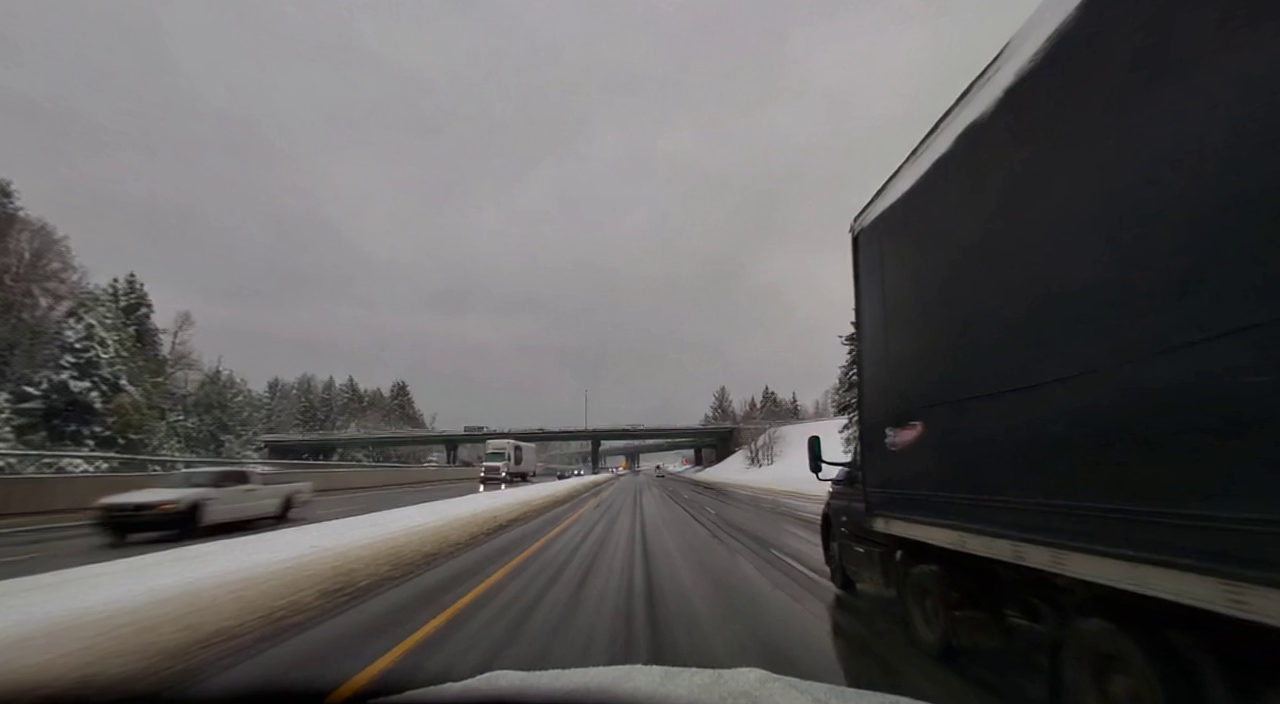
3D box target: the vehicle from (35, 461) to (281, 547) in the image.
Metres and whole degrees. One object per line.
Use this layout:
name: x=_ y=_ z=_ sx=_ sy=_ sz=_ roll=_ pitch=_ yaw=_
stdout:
vehicle: x=-9.147 y=2.895 z=12.468 sx=1.816 sy=1.395 sz=3.822 roll=1 pitch=-10 yaw=-1

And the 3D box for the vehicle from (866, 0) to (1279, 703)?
vehicle: x=3.832 y=0.070 z=3.285 sx=3.013 sy=3.971 sz=5.739 roll=1 pitch=-10 yaw=0
